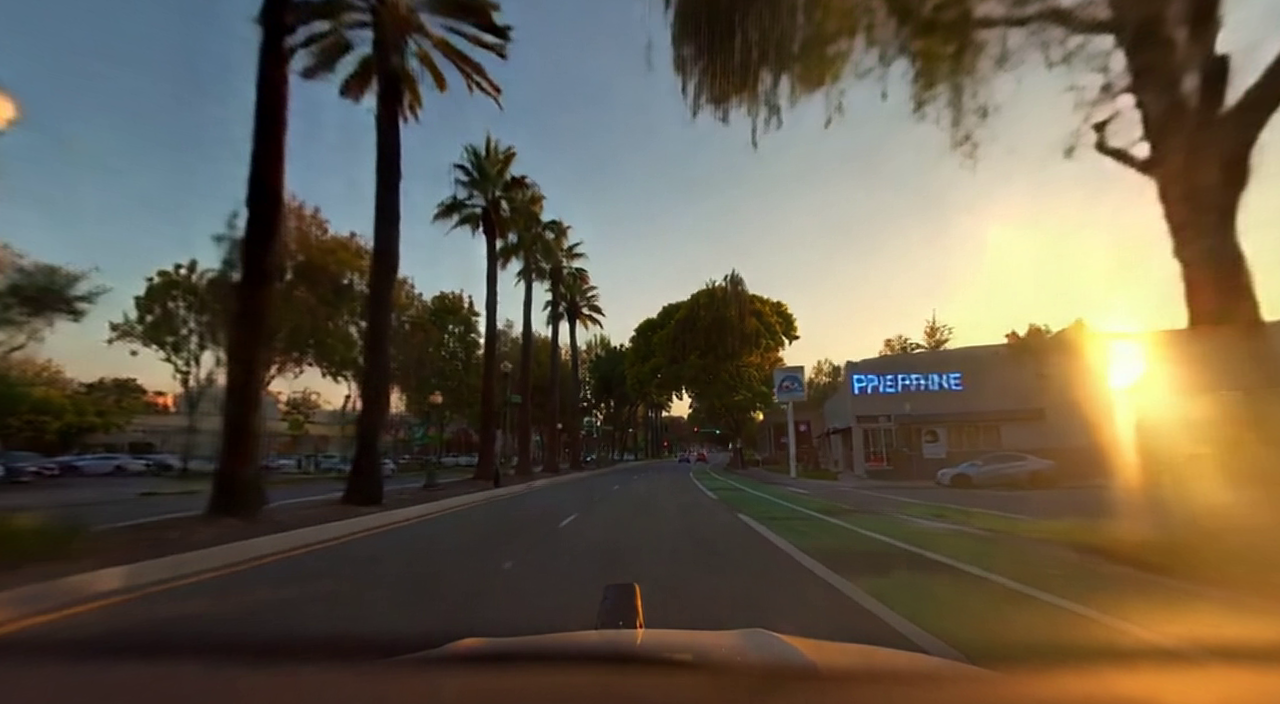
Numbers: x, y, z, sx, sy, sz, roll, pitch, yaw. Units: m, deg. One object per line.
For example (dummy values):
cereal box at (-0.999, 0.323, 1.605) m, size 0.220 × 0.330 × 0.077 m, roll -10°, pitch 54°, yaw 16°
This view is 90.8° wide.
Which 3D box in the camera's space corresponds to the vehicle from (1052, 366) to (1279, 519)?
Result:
vehicle at (14.387, 2.169, 14.847) m, size 7.635 × 3.131 × 2.691 m, roll 1°, pitch -10°, yaw -6°

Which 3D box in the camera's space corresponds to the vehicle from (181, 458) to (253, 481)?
vehicle at (-32.970, 9.147, 49.321) m, size 4.171 × 1.682 × 1.981 m, roll 0°, pitch -10°, yaw 3°

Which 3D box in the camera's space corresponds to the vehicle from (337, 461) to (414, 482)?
vehicle at (-20.451, 9.243, 48.938) m, size 5.136 × 1.515 × 1.964 m, roll 7°, pitch -12°, yaw -35°

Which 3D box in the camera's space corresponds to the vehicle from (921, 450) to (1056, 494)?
vehicle at (14.350, 4.986, 26.378) m, size 4.601 × 1.696 × 1.977 m, roll -3°, pitch -11°, yaw 20°
